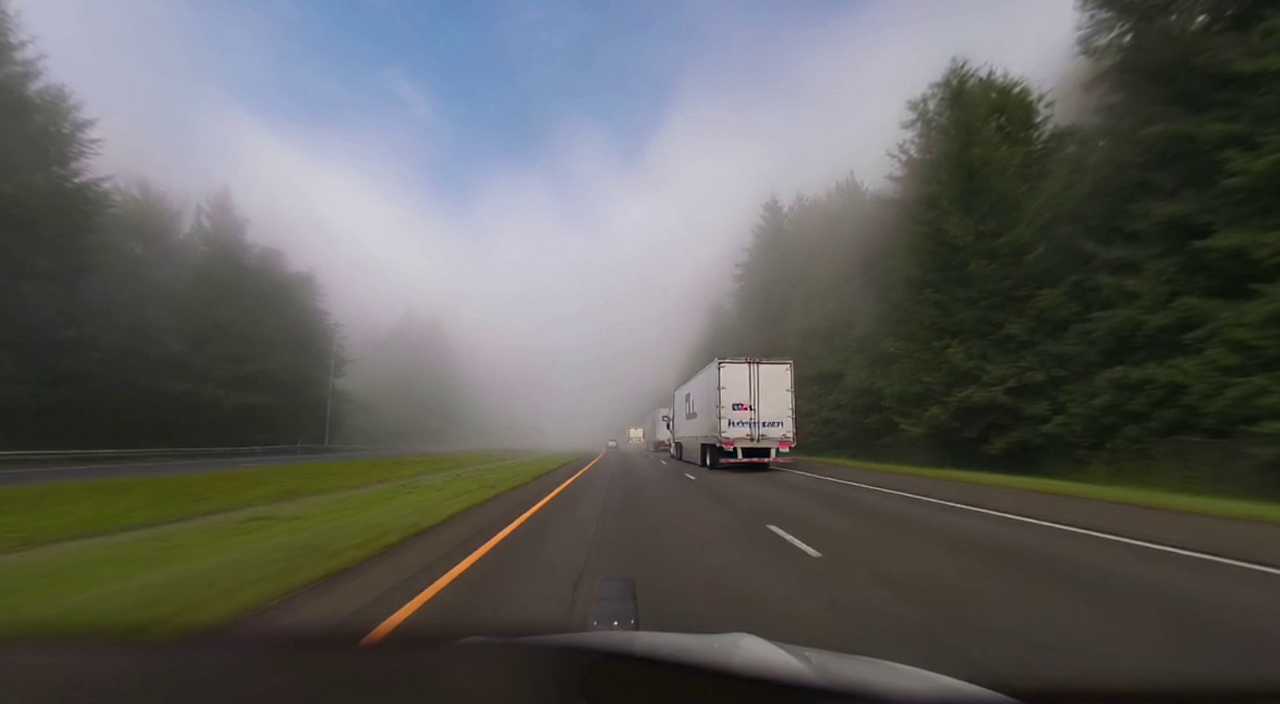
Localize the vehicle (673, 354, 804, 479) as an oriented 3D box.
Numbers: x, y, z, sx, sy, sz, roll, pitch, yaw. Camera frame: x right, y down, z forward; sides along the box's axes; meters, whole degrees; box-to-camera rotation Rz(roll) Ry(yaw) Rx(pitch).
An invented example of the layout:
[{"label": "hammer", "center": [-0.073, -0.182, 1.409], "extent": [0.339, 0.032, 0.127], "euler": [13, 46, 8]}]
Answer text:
[{"label": "vehicle", "center": [3.576, 3.098, 27.801], "extent": [2.863, 4.031, 14.678], "euler": [0, -8, -2]}]
